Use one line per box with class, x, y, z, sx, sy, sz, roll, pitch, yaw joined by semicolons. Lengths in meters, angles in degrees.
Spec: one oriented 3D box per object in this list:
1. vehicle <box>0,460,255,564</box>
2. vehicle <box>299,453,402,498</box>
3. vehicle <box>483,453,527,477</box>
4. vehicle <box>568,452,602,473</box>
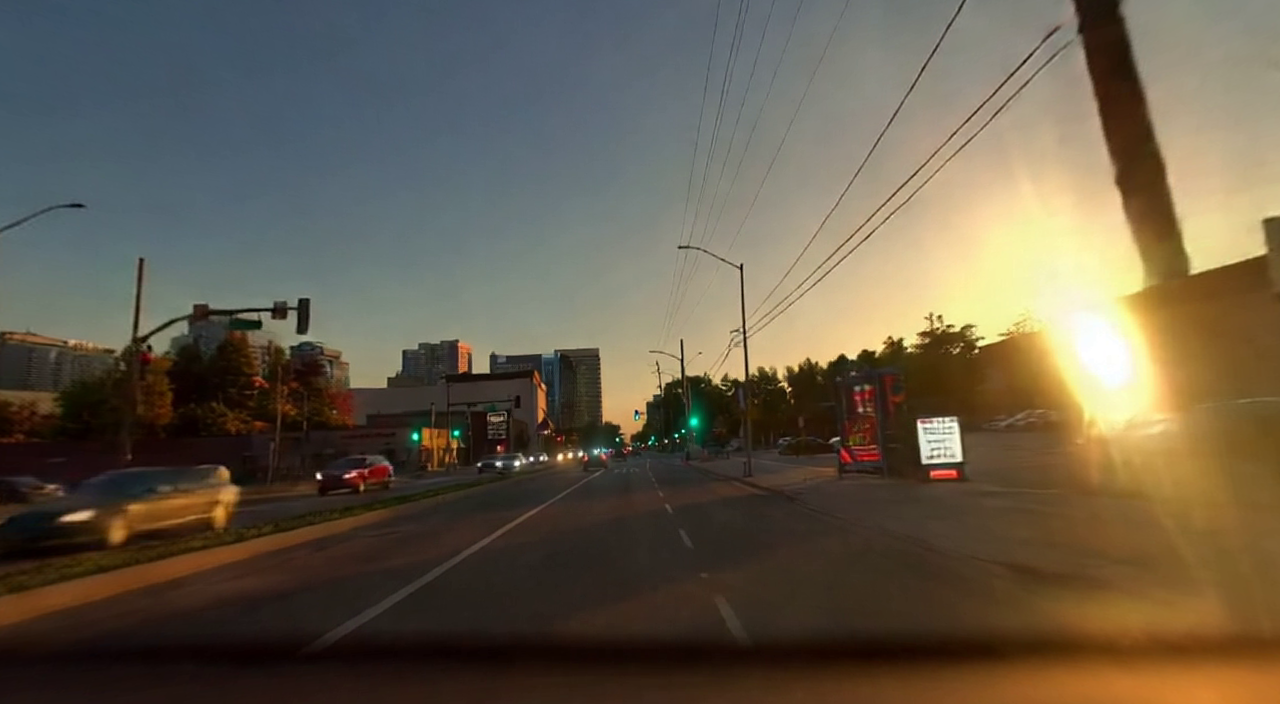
vehicle;-9.496;2.768;11.638;2.050;1.457;4.338;0;-9;0
vehicle;-13.034;5.551;28.881;2.347;1.857;4.860;0;-9;0
vehicle;-9.691;8.117;45.637;1.994;1.550;5.009;-1;-9;1
vehicle;-3.897;7.852;45.192;1.962;1.420;4.021;-1;-9;2
